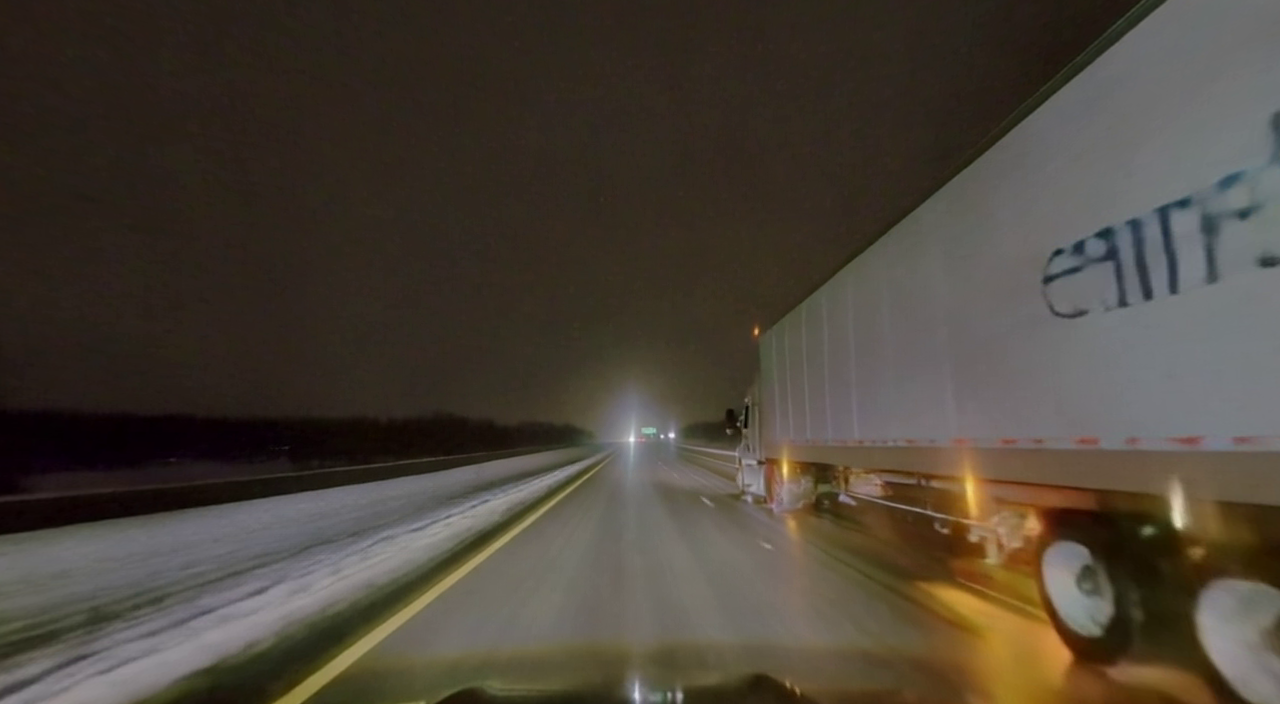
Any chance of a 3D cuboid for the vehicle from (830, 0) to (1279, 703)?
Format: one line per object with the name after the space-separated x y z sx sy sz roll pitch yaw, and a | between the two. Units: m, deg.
3.497 0.174 3.219 2.702 3.193 7.196 -1 -8 0 | vehicle
